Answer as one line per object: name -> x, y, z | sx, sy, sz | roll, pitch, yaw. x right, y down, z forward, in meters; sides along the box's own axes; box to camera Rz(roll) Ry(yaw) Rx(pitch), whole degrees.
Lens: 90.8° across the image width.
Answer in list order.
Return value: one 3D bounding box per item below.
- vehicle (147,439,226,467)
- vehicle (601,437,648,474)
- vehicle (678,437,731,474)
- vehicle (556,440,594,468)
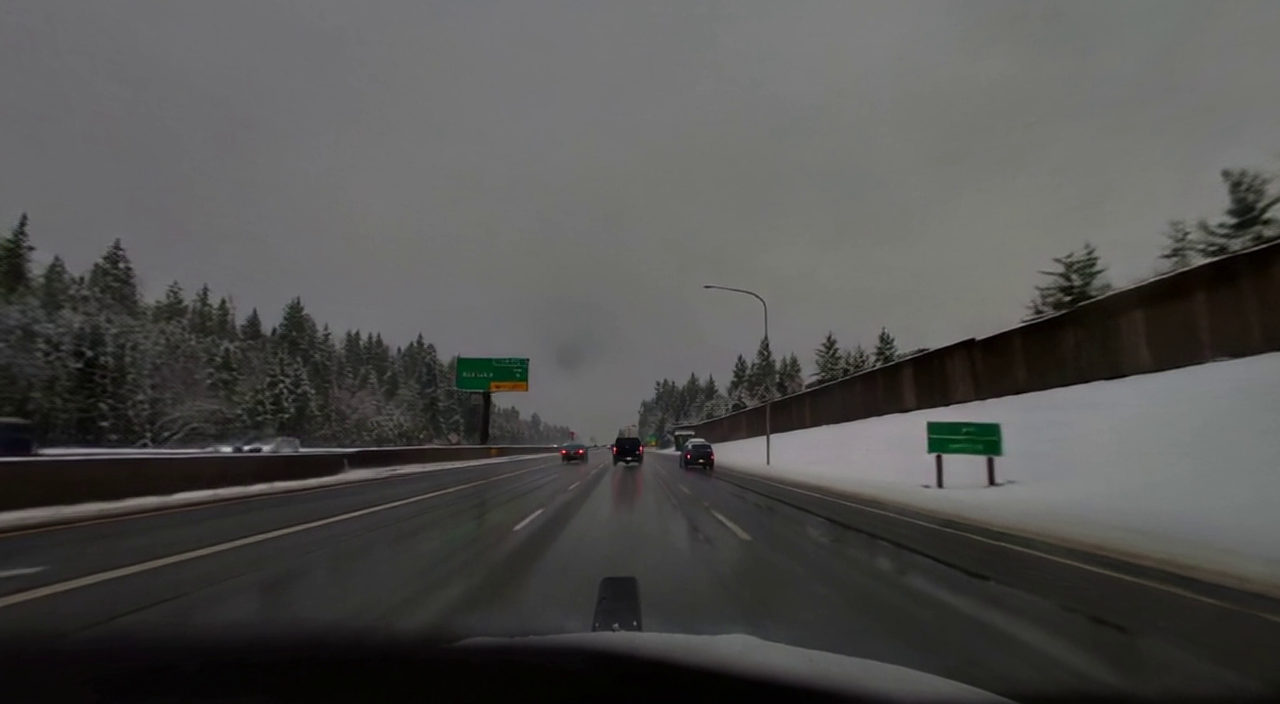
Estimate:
vehicle -> -25.340, 5.639, 35.432 | 1.839, 1.462, 3.514 | 0, -8, -1
vehicle -> -0.787, 5.336, 32.759 | 2.297, 1.783, 4.355 | 0, -8, -1
vehicle -> 3.251, 5.339, 32.870 | 2.160, 1.759, 4.214 | 0, -8, -2
vehicle -> -4.186, 6.642, 41.457 | 2.023, 1.709, 4.263 | 0, -8, 0
